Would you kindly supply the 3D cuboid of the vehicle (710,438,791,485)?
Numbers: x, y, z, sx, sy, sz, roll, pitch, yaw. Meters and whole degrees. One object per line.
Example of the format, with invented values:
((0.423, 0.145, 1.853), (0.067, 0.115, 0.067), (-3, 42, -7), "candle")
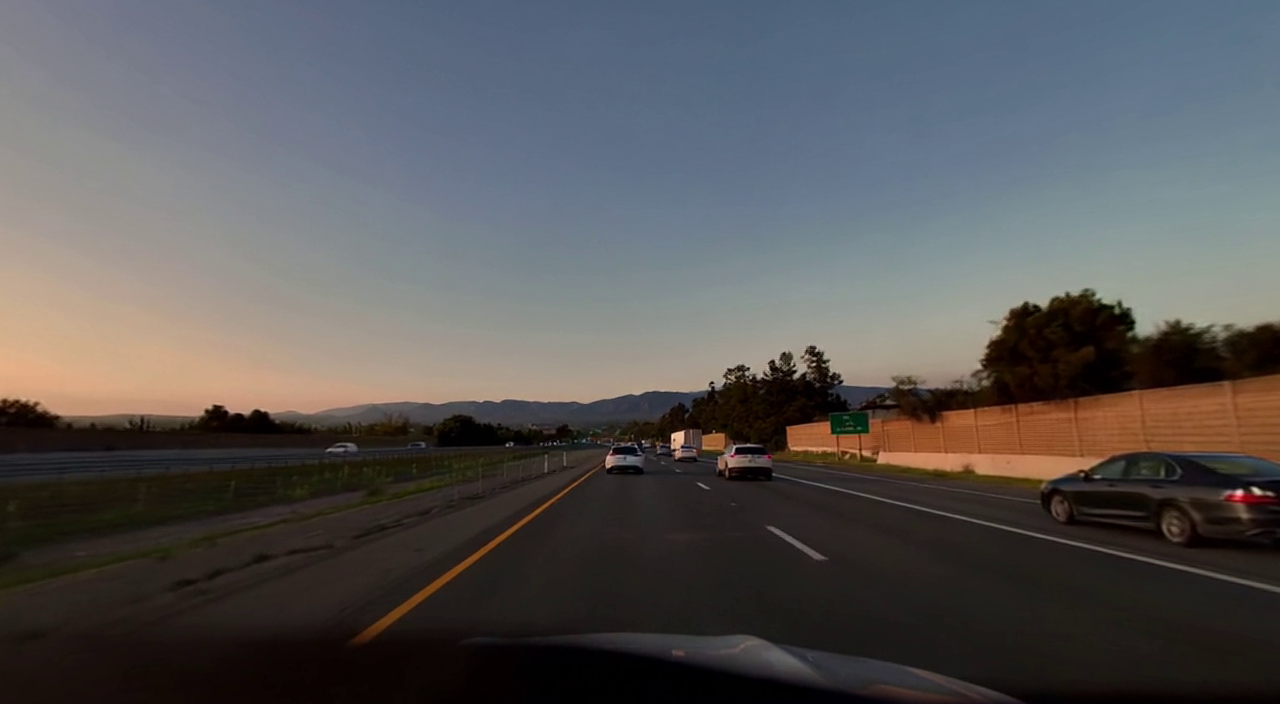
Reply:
((3.767, 3.819, 22.254), (1.949, 1.493, 4.272), (0, -8, -2), "vehicle")

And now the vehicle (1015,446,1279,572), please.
((7.619, 1.976, 8.812), (1.910, 1.303, 4.462), (0, -8, -1), "vehicle")

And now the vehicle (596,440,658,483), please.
((-0.483, 4.008, 23.353), (2.085, 1.449, 3.860), (0, -8, -1), "vehicle")

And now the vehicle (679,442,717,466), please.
((3.654, 6.483, 40.165), (1.957, 1.447, 4.241), (0, -8, -1), "vehicle")
